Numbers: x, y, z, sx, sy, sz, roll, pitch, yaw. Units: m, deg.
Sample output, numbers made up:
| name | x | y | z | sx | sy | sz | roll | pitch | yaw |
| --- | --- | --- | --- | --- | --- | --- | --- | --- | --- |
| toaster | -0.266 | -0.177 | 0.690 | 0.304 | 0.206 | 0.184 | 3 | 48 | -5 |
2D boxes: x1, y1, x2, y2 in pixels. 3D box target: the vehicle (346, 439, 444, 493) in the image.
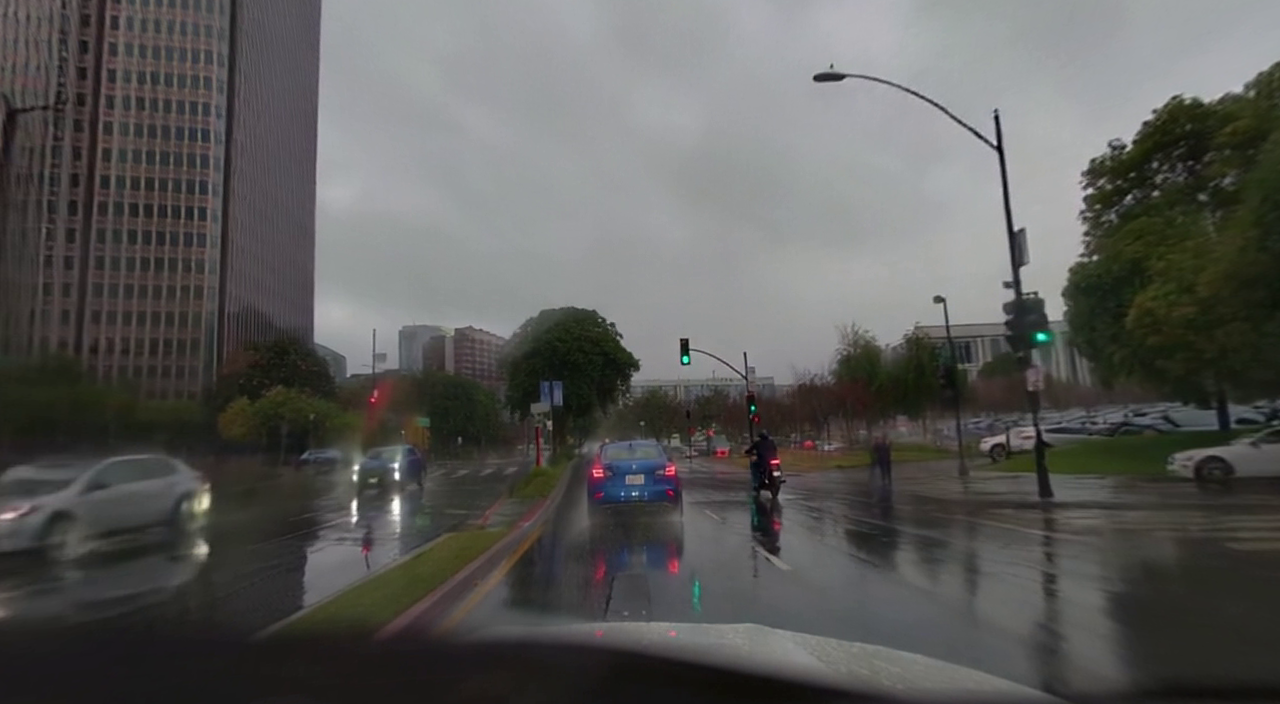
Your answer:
| name | x | y | z | sx | sy | sz | roll | pitch | yaw |
| --- | --- | --- | --- | --- | --- | --- | --- | --- | --- |
| vehicle | -8.587 | 4.008 | 22.531 | 1.993 | 1.692 | 4.226 | 0 | -9 | -3 |

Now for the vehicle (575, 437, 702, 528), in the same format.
| name | x | y | z | sx | sy | sz | roll | pitch | yaw |
| --- | --- | --- | --- | --- | --- | --- | --- | --- | --- |
| vehicle | -0.136 | 2.464 | 12.523 | 2.118 | 1.480 | 3.949 | 0 | -9 | -3 |

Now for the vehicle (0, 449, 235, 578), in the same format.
| name | x | y | z | sx | sy | sz | roll | pitch | yaw |
| --- | --- | --- | --- | --- | --- | --- | --- | --- | --- |
| vehicle | -8.563 | 2.264 | 9.678 | 1.952 | 1.487 | 4.351 | 0 | -9 | -3 |

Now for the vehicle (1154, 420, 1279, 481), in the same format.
| name | x | y | z | sx | sy | sz | roll | pitch | yaw |
| --- | --- | --- | --- | --- | --- | --- | --- | --- | --- |
| vehicle | 16.401 | 2.475 | 15.924 | 5.007 | 1.479 | 1.866 | -6 | -10 | 32 |
